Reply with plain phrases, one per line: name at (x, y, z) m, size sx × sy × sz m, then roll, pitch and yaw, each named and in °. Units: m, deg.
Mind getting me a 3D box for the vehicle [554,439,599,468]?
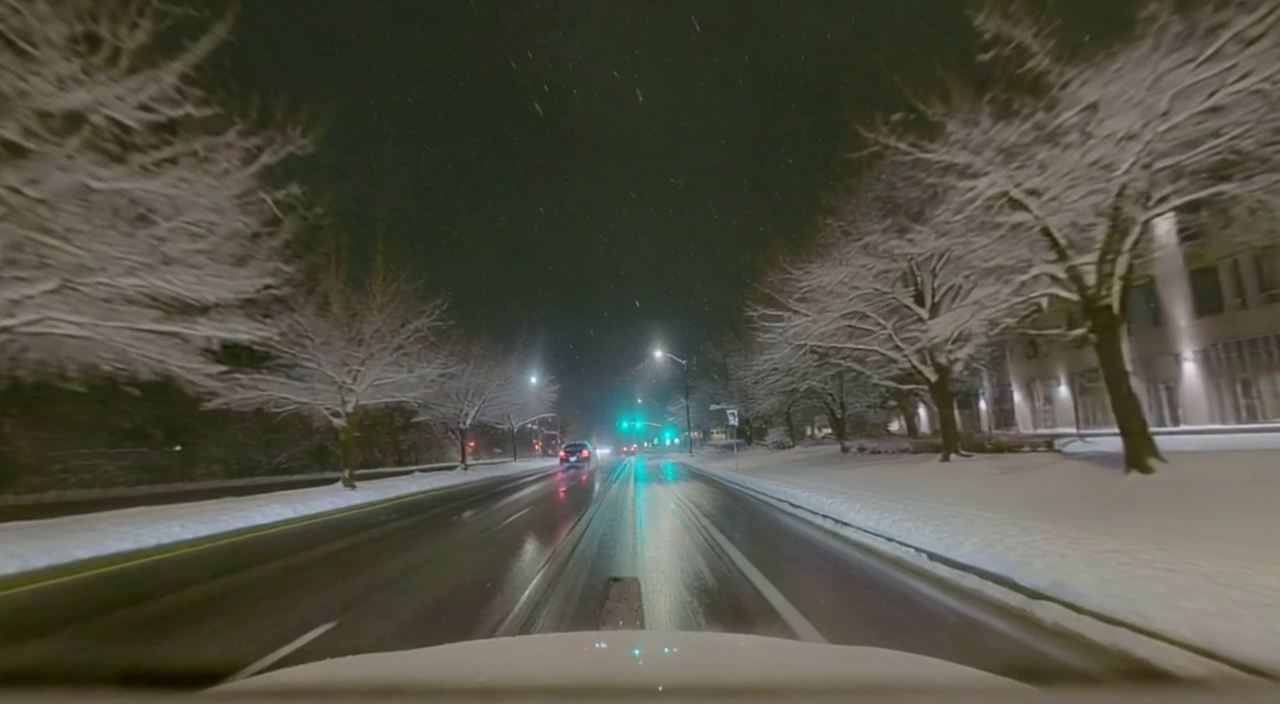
vehicle at (-3.775, 6.158, 38.513) m, size 2.202 × 1.685 × 4.772 m, roll 0°, pitch -9°, yaw 0°
